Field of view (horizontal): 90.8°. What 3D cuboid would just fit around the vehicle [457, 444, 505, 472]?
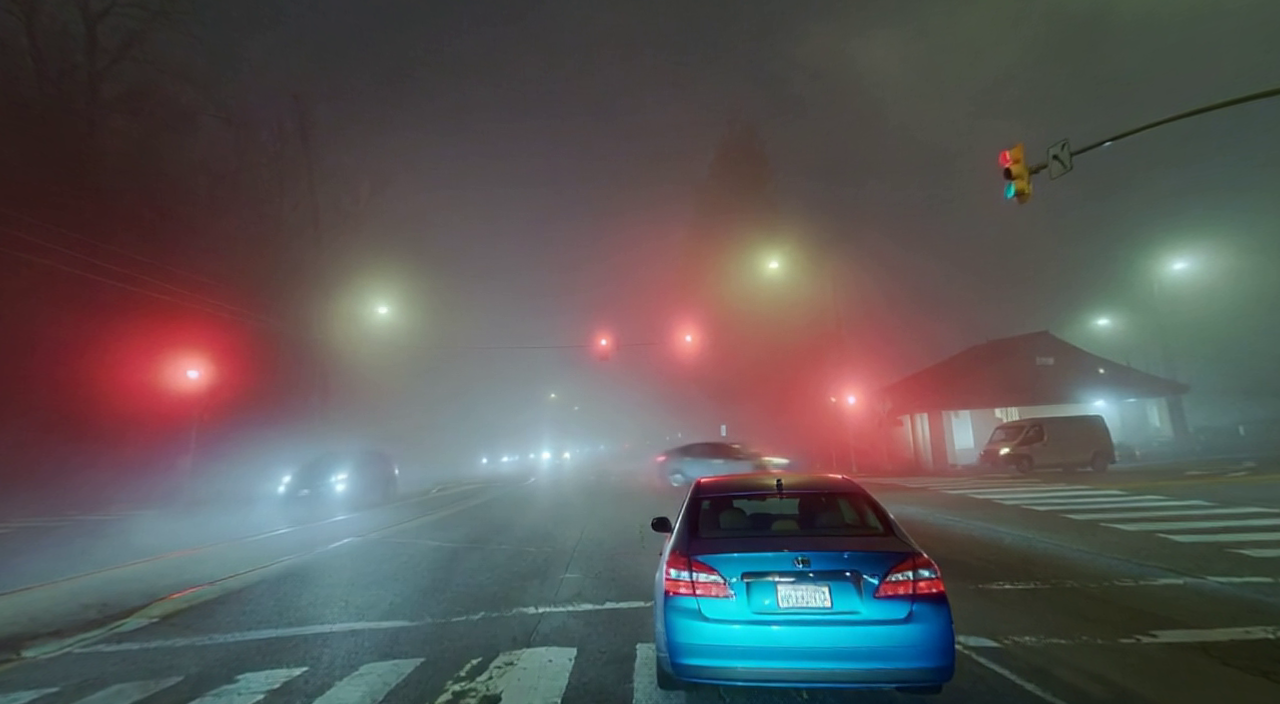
[{"bbox_3d":[-8.886,5.957,35.610,1.779,1.460,4.463,0,-9,-4],"label":"vehicle"}]

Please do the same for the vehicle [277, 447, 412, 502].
[{"bbox_3d":[-8.812,3.652,19.335,2.024,1.460,4.381,0,-9,0],"label":"vehicle"}]

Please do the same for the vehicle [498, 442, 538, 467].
[{"bbox_3d":[-8.672,7.351,45.451,2.087,1.718,4.700,0,-9,-2],"label":"vehicle"}]

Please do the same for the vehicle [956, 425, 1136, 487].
[{"bbox_3d":[14.838,3.772,23.118,5.910,2.046,2.228,3,-9,-19],"label":"vehicle"}]

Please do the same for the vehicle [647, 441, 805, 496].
[{"bbox_3d":[2.427,3.350,18.538,4.228,1.416,1.846,-7,-11,40],"label":"vehicle"}]

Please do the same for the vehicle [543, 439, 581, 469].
[{"bbox_3d":[-4.690,6.160,38.406,1.975,1.642,4.846,0,-8,-3],"label":"vehicle"}]
